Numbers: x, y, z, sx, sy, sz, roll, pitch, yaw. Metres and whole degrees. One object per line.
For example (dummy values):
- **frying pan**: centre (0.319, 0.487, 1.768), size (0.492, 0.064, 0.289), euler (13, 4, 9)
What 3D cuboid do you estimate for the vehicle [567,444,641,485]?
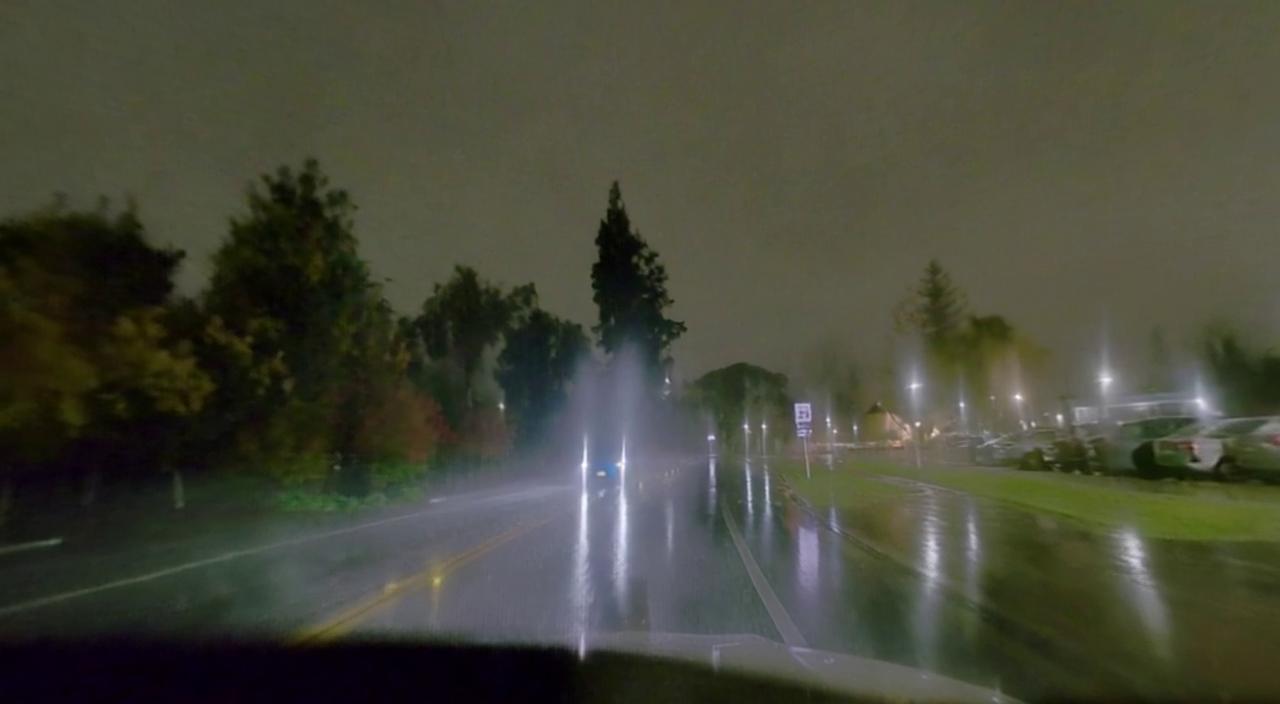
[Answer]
- **vehicle**: centre (-1.356, 4.507, 25.633), size (2.190, 1.499, 4.209), euler (-1, -9, 8)
